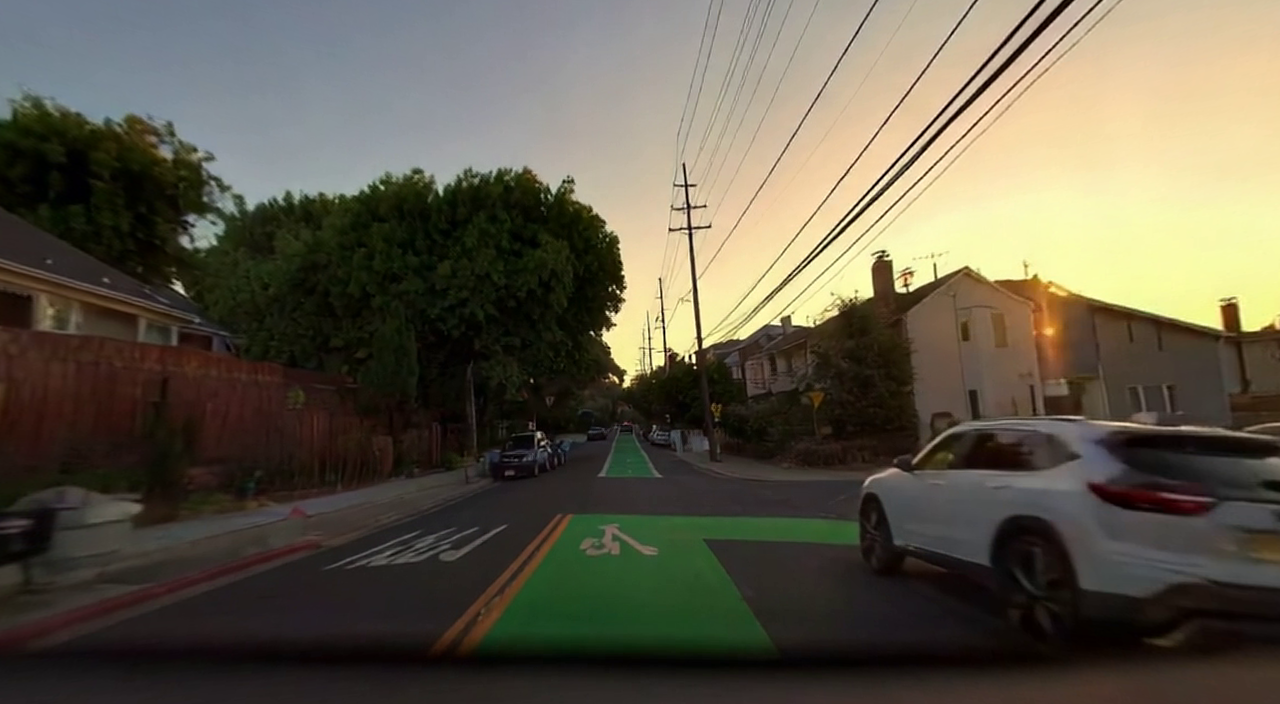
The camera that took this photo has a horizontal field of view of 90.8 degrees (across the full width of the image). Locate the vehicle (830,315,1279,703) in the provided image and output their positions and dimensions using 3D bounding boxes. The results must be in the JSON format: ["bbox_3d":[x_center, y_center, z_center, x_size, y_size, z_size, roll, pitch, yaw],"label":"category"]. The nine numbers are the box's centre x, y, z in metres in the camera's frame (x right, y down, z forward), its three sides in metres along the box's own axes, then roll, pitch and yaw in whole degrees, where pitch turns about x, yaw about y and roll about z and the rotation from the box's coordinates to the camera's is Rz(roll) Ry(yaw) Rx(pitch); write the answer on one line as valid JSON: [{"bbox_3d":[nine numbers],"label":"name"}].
[{"bbox_3d":[3.389,1.273,5.049,2.054,1.879,4.717,3,-12,-3],"label":"vehicle"}]
